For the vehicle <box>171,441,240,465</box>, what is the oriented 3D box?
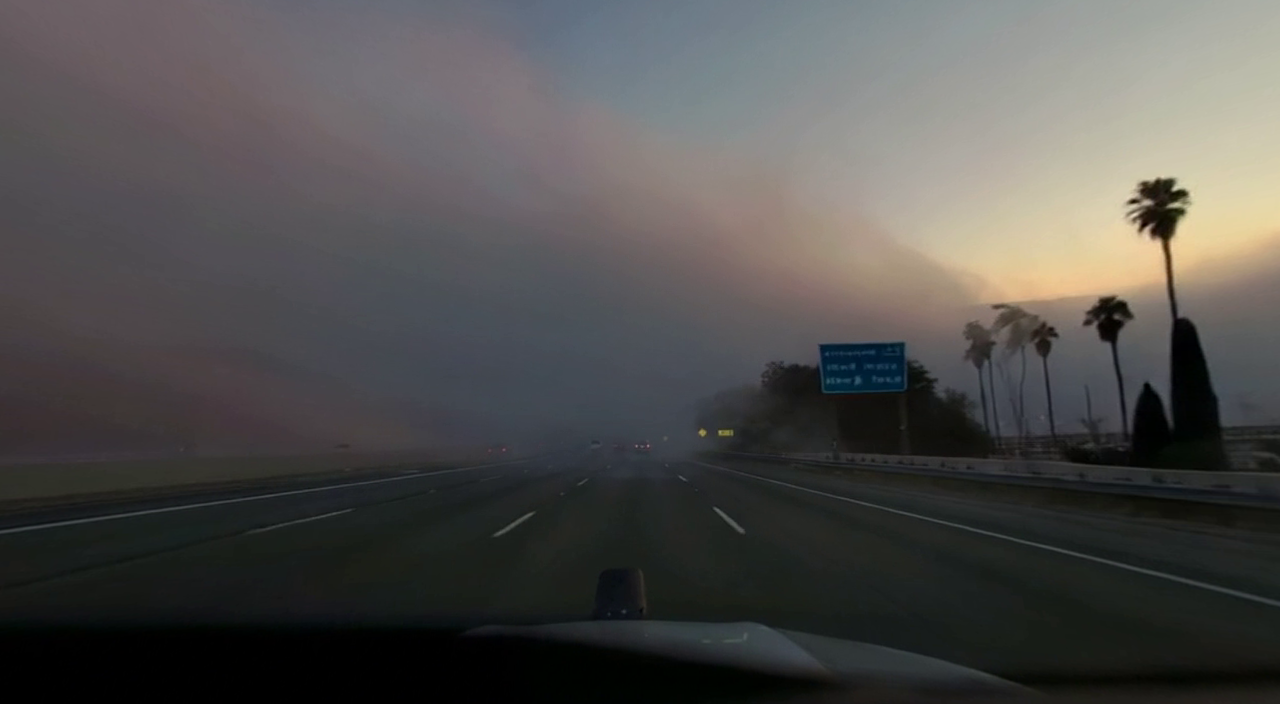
[{"bbox_3d":[-31.677,7.342,46.115,1.976,1.608,4.327,-1,-8,-1],"label":"vehicle"}]
